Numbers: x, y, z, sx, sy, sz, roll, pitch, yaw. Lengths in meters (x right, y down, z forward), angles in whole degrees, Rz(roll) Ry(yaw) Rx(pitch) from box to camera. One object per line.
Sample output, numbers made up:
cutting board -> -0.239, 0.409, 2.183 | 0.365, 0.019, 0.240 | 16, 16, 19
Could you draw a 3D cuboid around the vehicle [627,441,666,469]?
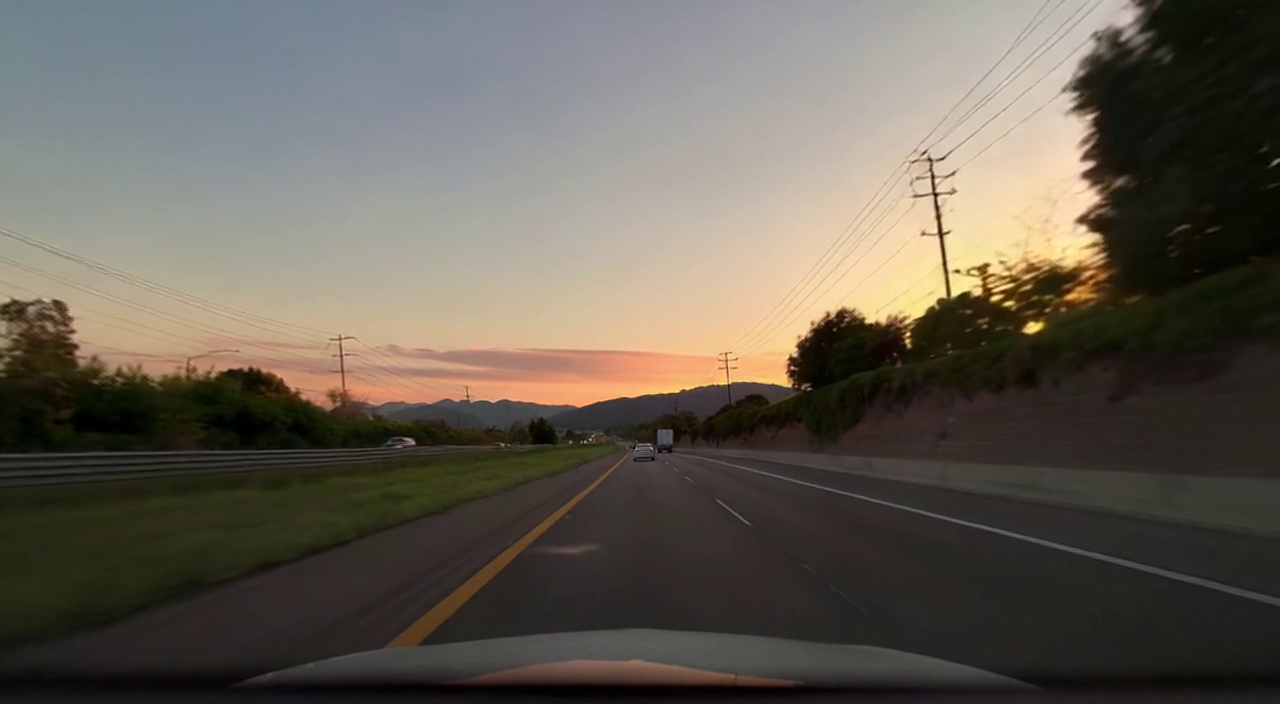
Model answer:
vehicle -> 0.375, 6.098, 37.588 | 2.192, 1.556, 4.132 | -1, -9, 0
